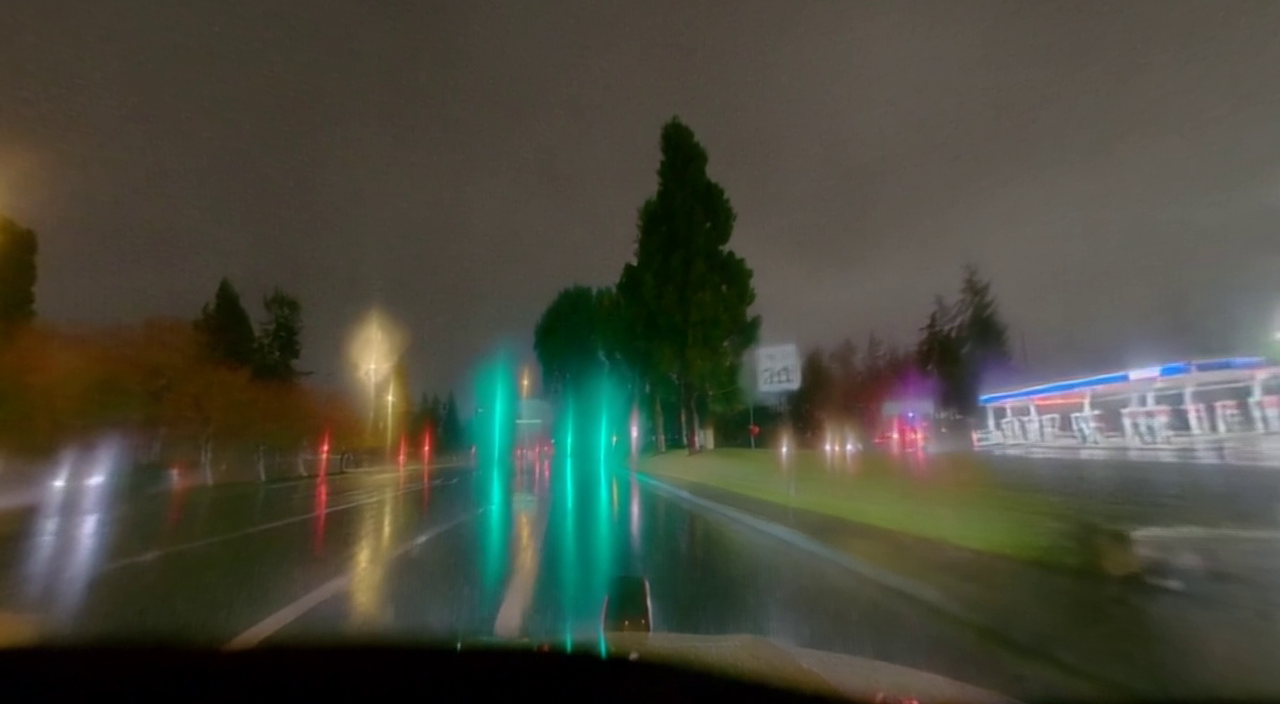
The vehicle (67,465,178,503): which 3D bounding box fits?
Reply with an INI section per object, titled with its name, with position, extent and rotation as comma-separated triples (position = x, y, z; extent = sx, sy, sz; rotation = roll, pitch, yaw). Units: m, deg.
[vehicle]
position = -24.299, 6.177, 29.854
extent = 1.794, 1.468, 4.388
rotation = 1, -8, -5
